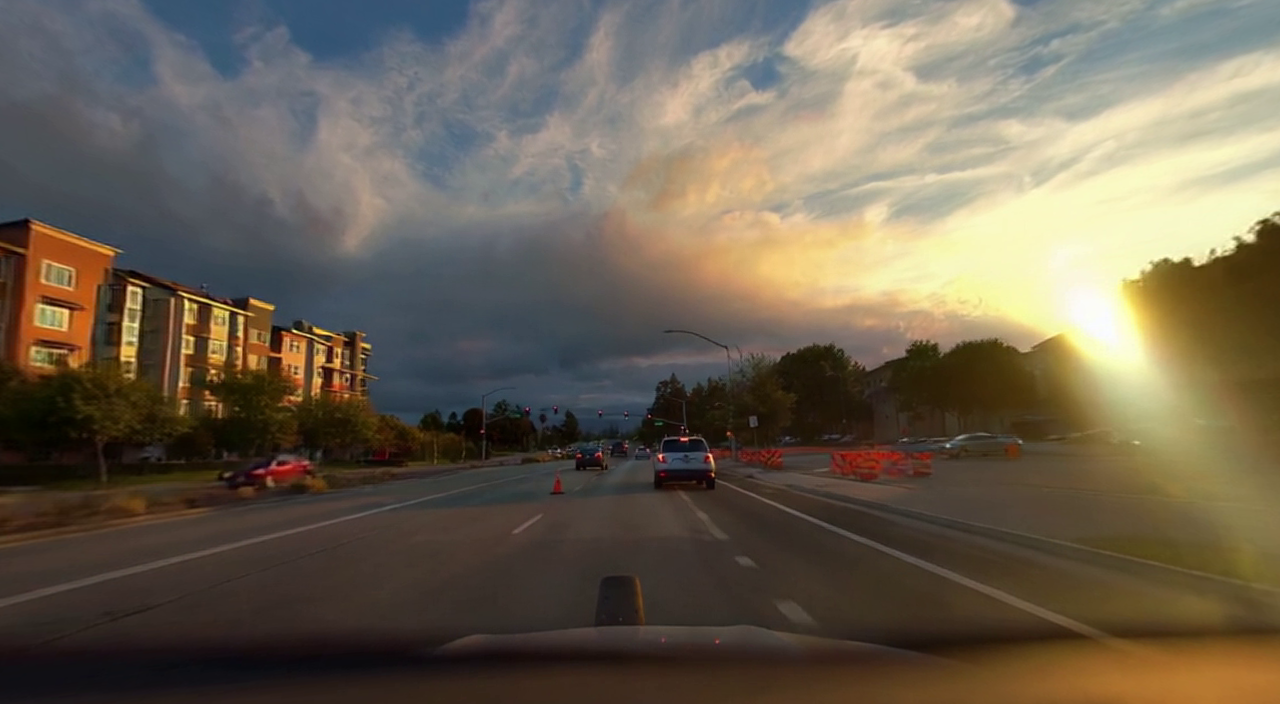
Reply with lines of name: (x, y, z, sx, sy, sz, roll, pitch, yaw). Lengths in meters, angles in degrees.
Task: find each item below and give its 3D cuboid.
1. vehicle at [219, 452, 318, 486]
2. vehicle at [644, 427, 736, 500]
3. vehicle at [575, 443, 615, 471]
vehicle: (-18.001, 5.661, 30.917, 1.883, 1.494, 4.795, 0, -8, 1)
vehicle: (1.269, 3.142, 18.167, 2.197, 1.835, 4.316, 0, -8, -1)
vehicle: (-2.793, 6.585, 39.889, 2.121, 1.654, 3.993, 0, -8, 1)
